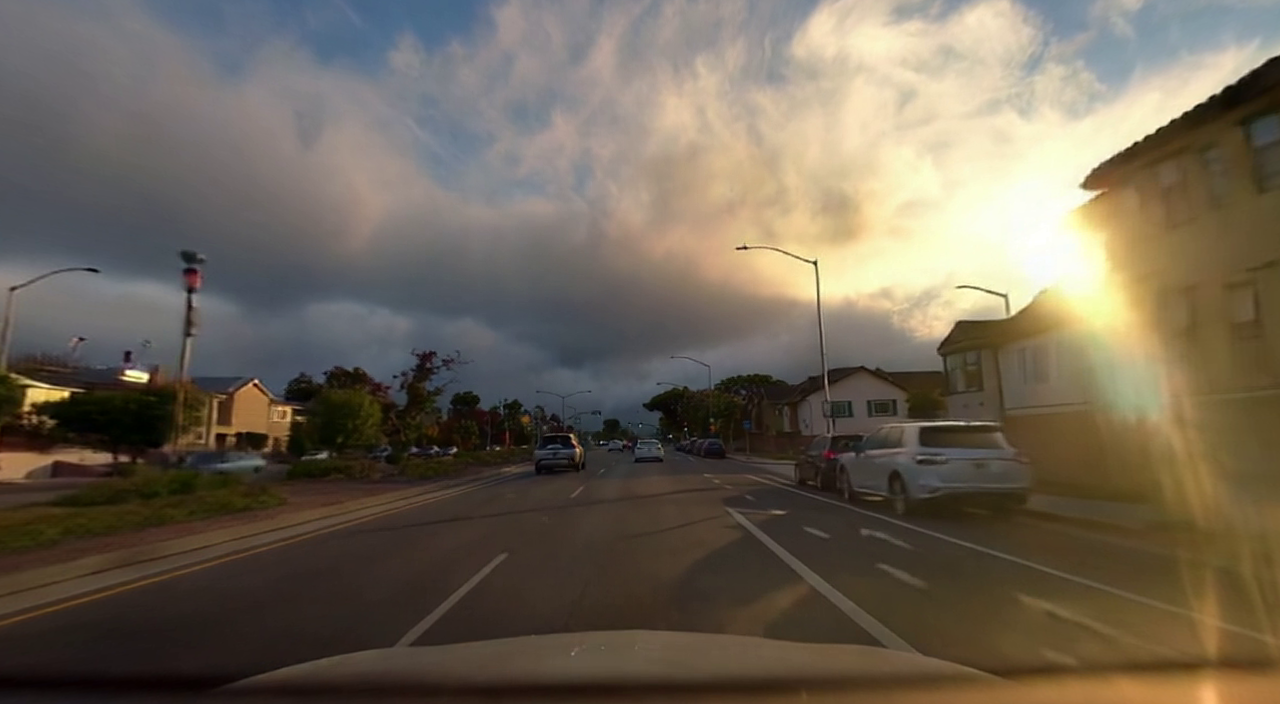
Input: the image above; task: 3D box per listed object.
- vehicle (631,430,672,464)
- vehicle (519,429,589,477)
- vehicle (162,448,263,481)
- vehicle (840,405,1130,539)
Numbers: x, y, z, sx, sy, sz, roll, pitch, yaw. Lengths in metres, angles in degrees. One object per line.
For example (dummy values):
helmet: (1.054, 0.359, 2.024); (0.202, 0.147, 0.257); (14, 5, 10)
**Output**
vehicle: (0.661, 5.714, 38.041); (2.273, 1.851, 5.075); (0, -8, 0)
vehicle: (-3.436, 4.167, 26.172); (2.233, 1.775, 4.491); (0, -8, 1)
vehicle: (-19.750, 5.176, 29.435); (1.739, 1.397, 4.268); (0, -8, 0)
vehicle: (5.804, 2.118, 11.859); (2.217, 1.874, 5.660); (0, -8, 0)
